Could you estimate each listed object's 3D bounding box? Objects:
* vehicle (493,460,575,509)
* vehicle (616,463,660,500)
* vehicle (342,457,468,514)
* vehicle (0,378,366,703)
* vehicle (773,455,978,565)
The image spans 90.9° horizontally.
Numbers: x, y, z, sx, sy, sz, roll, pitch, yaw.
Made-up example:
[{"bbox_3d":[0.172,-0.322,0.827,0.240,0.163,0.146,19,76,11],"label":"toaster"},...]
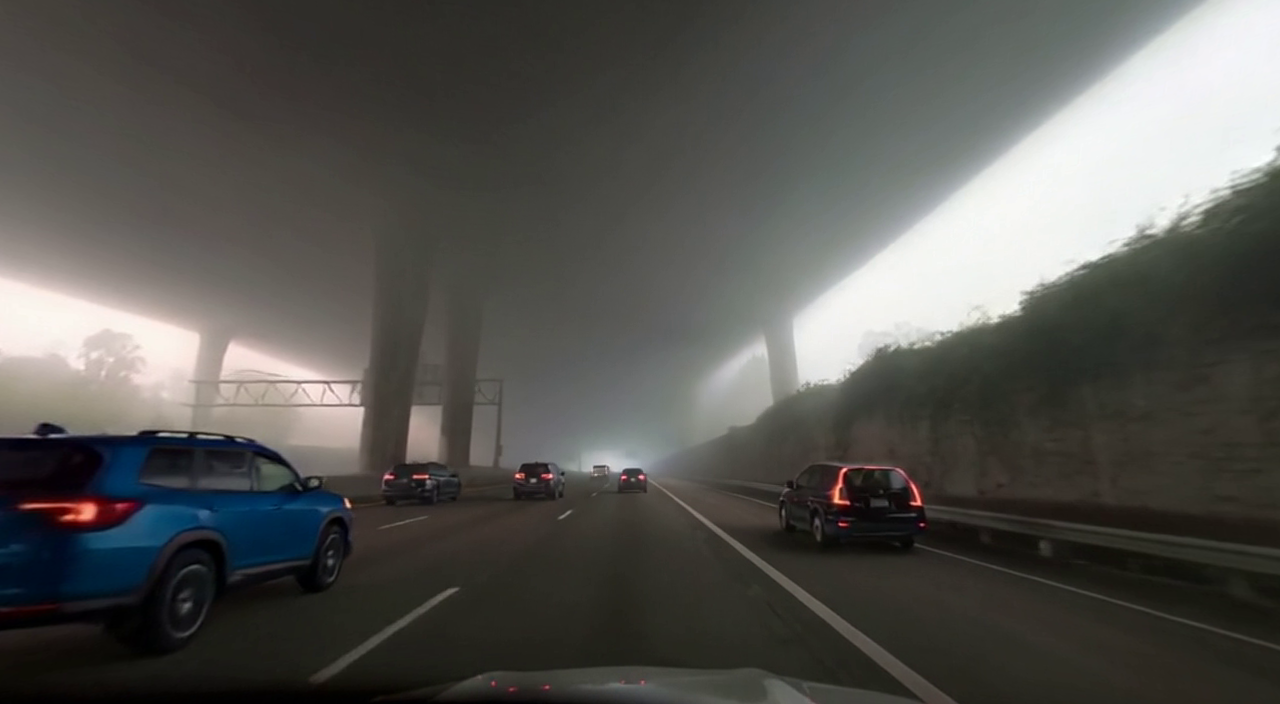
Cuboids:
[{"bbox_3d":[-3.705,4.765,22.914,2.102,1.521,4.687,1,-11,1],"label":"vehicle"},{"bbox_3d":[-0.111,6.229,30.520,1.992,1.601,3.762,1,-11,0],"label":"vehicle"},{"bbox_3d":[-7.242,4.199,20.051,2.142,1.545,4.708,1,-11,1],"label":"vehicle"},{"bbox_3d":[-4.103,1.307,4.765,2.069,1.699,4.452,1,-11,-1],"label":"vehicle"},{"bbox_3d":[3.859,2.677,11.225,1.992,1.557,4.017,1,-11,-1],"label":"vehicle"}]
